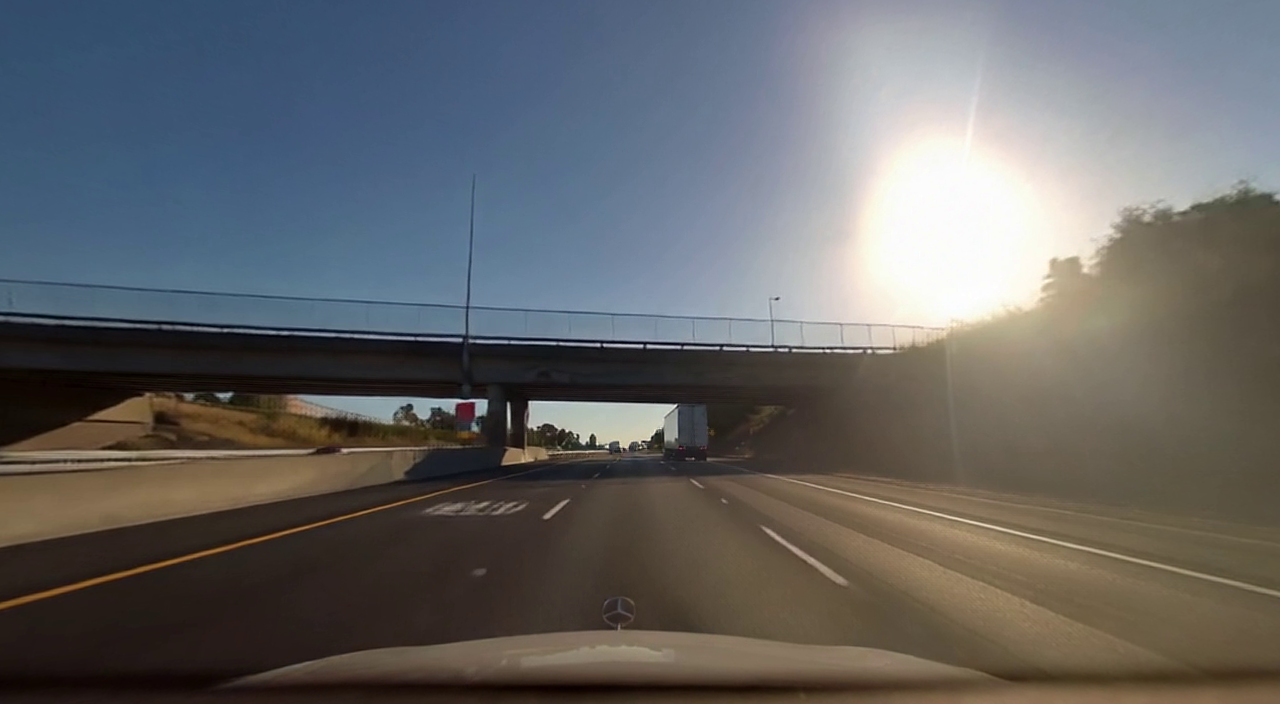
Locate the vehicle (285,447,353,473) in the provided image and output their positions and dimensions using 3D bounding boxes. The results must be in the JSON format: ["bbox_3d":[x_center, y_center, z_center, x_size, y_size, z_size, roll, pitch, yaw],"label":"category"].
[{"bbox_3d":[-19.282,6.465,38.179,1.798,1.453,4.393,0,-9,0],"label":"vehicle"}]
